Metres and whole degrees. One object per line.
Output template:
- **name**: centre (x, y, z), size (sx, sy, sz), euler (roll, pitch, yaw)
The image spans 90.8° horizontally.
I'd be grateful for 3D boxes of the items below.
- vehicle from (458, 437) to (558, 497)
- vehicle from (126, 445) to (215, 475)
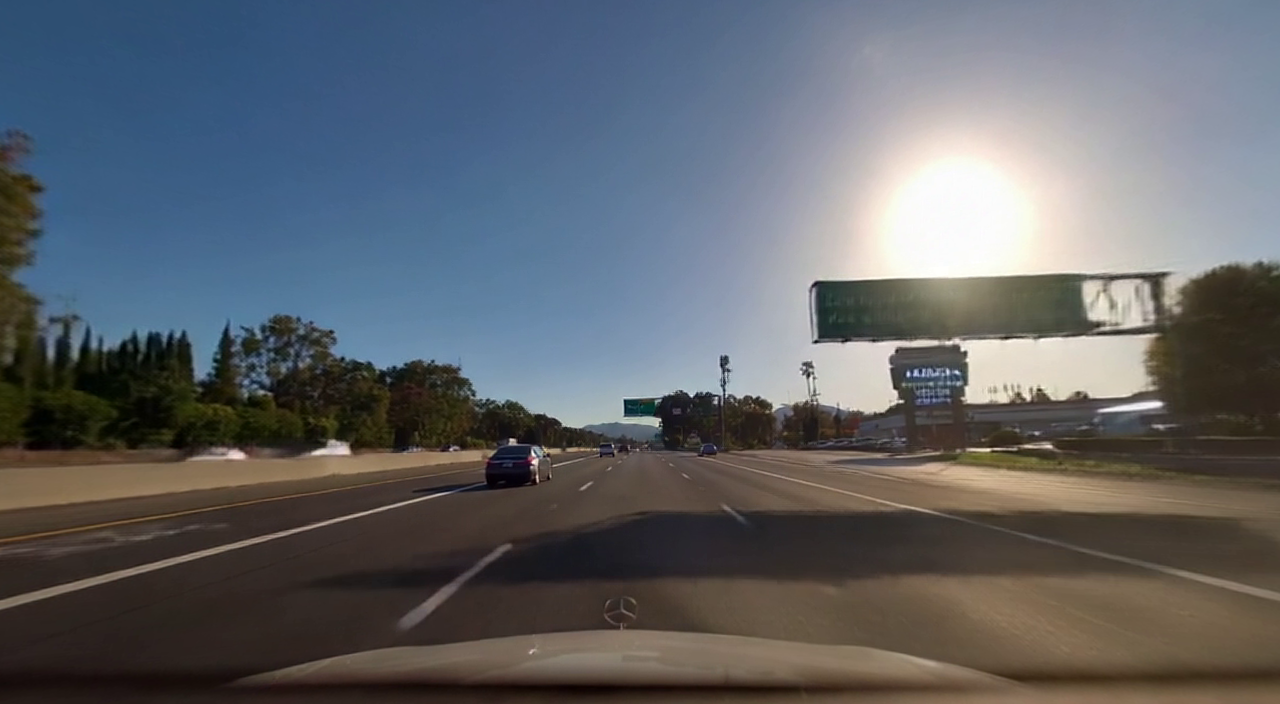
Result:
- **vehicle**: centre (-3.666, 3.275, 18.387), size (1.939, 1.508, 4.272), euler (0, -8, 1)
- **vehicle**: centre (-23.388, 5.364, 31.610), size (1.817, 1.393, 3.398), euler (0, -8, 0)
